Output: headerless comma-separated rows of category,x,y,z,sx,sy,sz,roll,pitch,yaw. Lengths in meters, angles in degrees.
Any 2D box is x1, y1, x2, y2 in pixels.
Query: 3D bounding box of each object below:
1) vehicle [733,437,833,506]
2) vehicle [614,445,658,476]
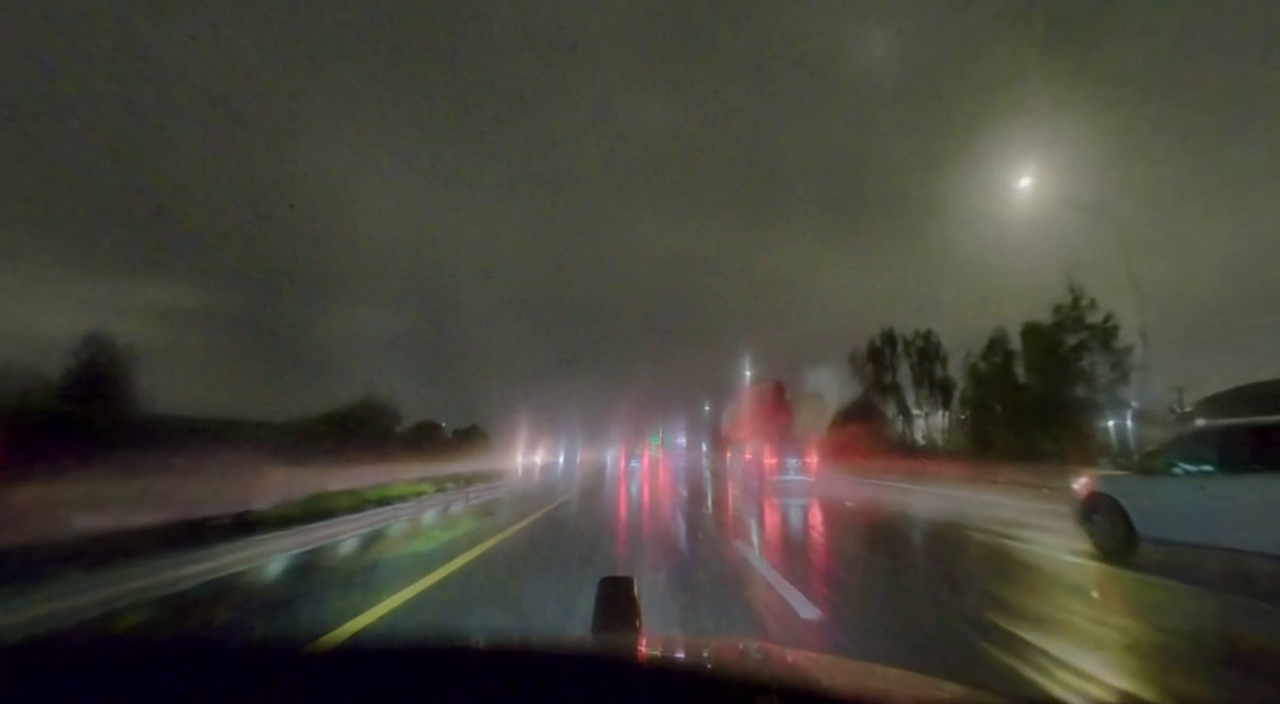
vehicle,3.663,3.118,16.762,1.969,1.595,3.964,-1,-9,4
vehicle,-0.141,5.891,34.260,2.084,1.594,4.219,-1,-9,4
